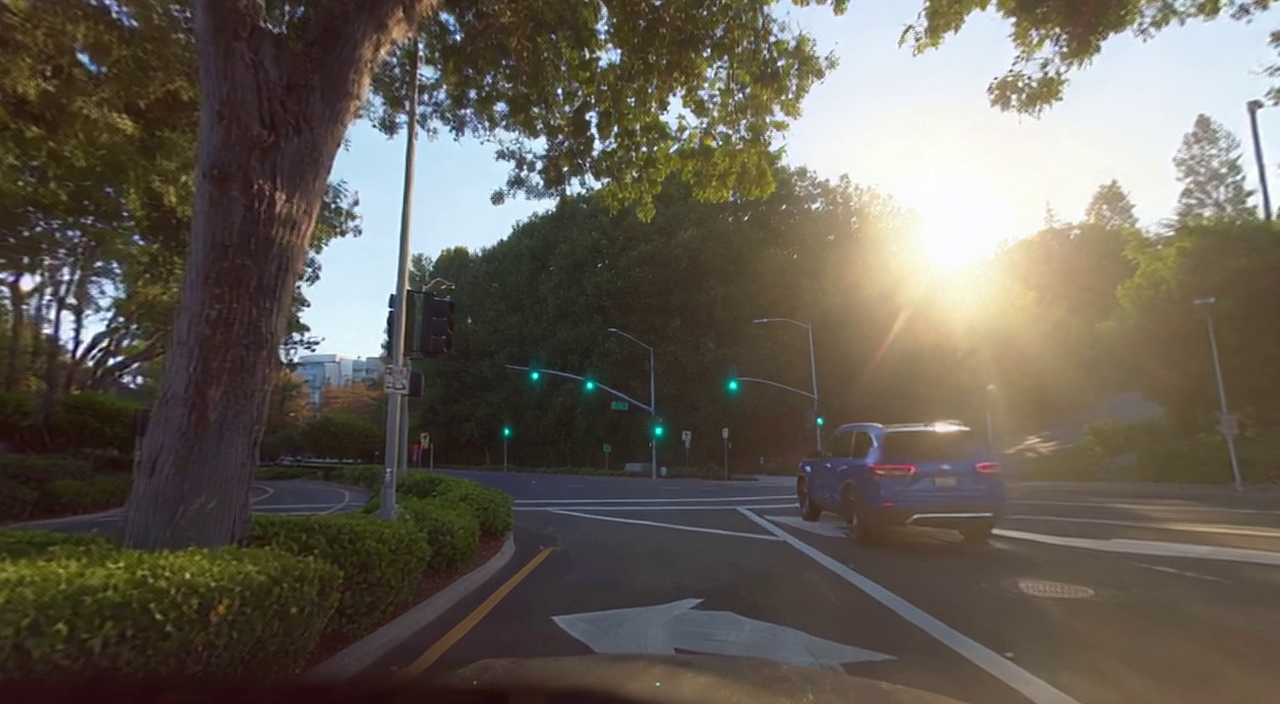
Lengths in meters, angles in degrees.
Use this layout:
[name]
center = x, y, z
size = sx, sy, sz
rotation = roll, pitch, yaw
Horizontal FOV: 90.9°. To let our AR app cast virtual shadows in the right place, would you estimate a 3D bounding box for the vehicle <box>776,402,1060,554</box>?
[vehicle]
center = 3.840, 1.850, 10.015
size = 2.284, 1.788, 4.871
rotation = 0, -8, 0
